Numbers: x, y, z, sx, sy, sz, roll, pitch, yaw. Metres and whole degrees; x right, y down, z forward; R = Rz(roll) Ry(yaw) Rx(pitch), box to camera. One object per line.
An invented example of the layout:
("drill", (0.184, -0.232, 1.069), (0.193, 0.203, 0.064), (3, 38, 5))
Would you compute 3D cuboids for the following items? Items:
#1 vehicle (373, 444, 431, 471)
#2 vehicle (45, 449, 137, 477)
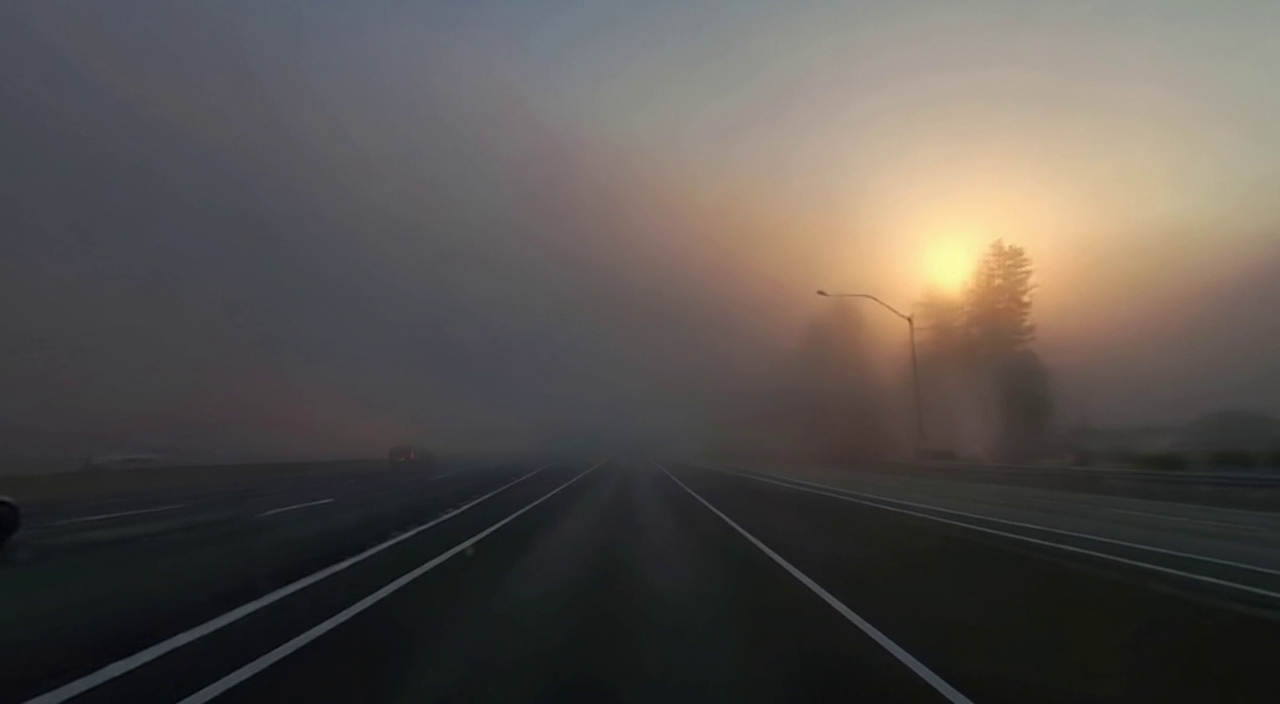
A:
("vehicle", (-15.836, 7.036, 42.362), (2.126, 1.671, 5.173), (0, -8, -4))
("vehicle", (-32.785, 6.673, 37.889), (1.884, 1.466, 4.266), (-2, -10, -4))
